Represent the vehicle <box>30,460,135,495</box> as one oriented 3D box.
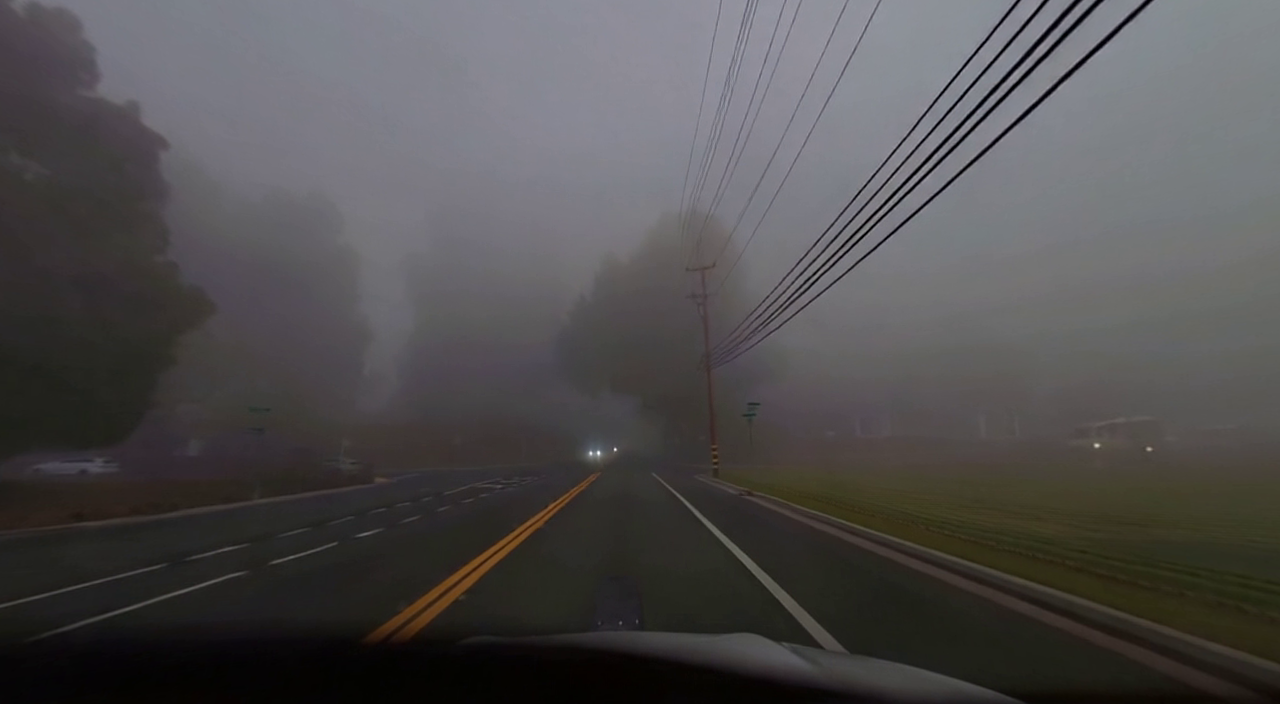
[{"bbox_3d":[-33.321,7.482,38.009,1.885,1.698,5.050,0,-7,-3],"label":"vehicle"}]
